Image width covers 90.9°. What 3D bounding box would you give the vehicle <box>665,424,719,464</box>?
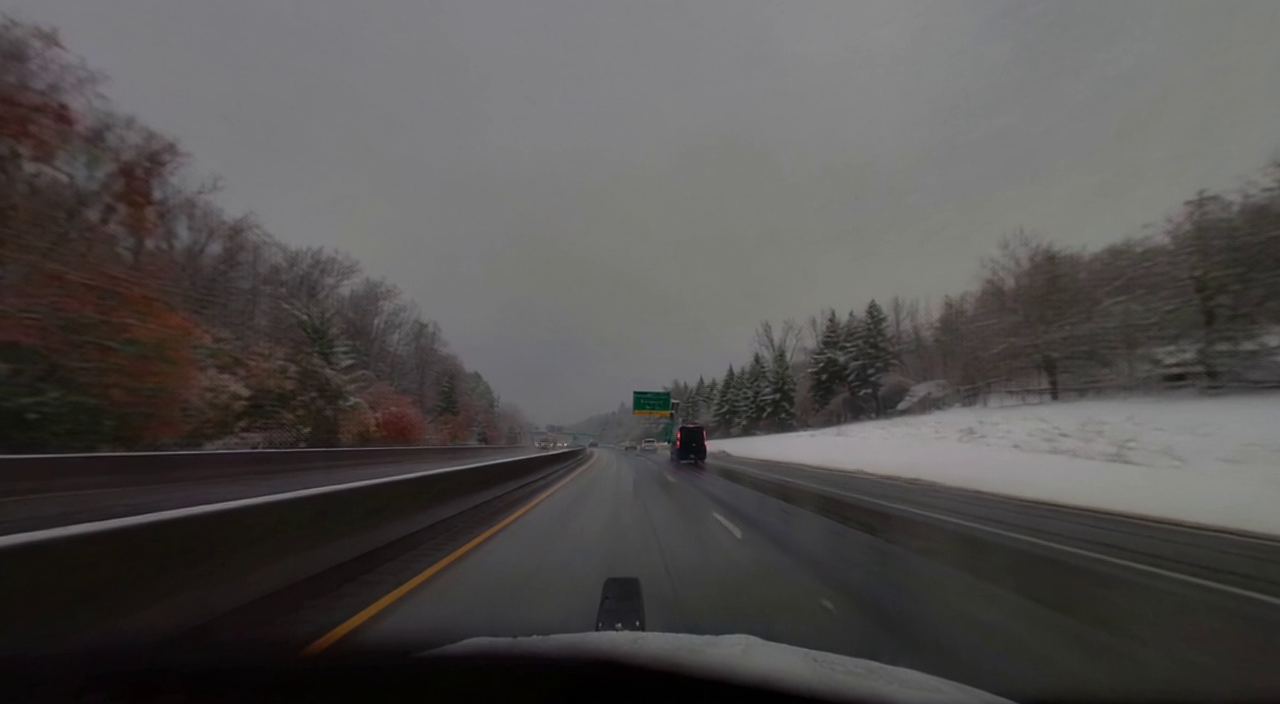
[{"bbox_3d":[2.849,5.229,35.753,2.393,2.072,4.958,1,-8,-3],"label":"vehicle"}]
